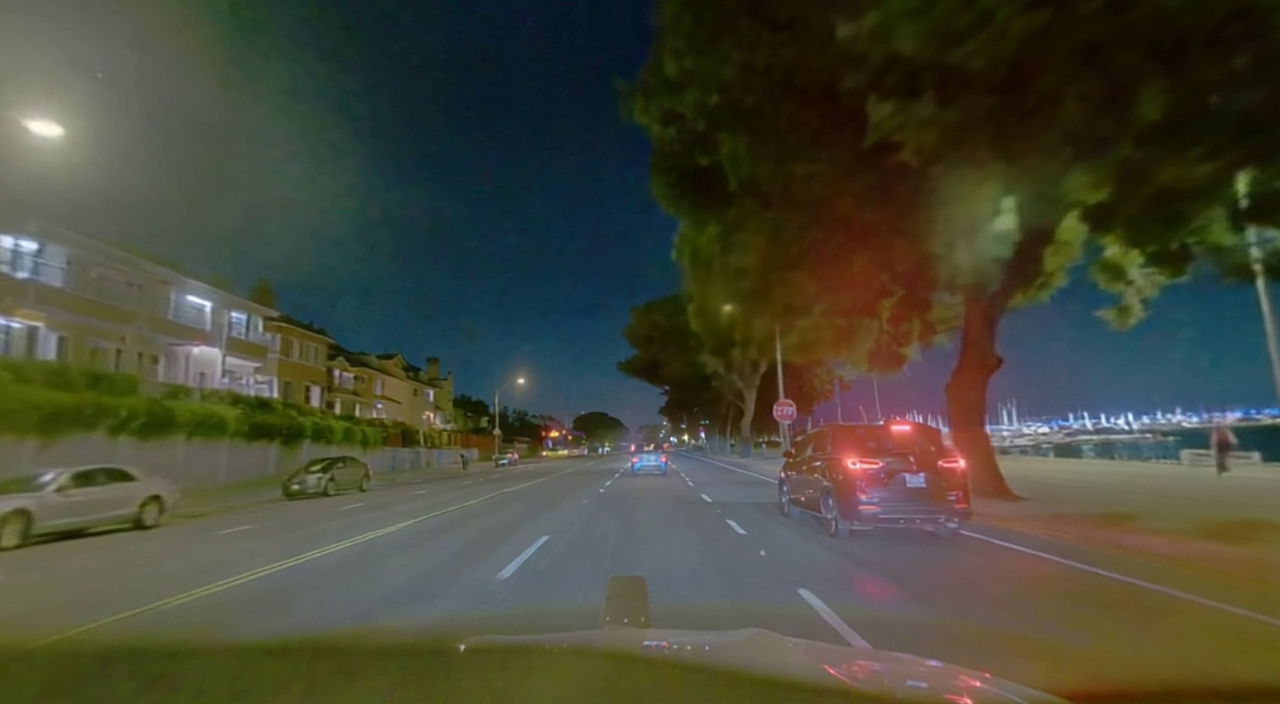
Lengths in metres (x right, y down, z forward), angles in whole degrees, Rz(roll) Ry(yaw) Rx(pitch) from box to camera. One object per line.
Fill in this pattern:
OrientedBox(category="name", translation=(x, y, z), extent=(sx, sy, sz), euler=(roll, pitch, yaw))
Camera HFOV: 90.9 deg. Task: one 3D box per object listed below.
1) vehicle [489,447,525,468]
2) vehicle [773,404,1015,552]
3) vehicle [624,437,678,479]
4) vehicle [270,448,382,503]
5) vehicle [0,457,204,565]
OrientedBox(category="vehicle", translation=(-10.108, 8.039, 48.072), extent=(1.731, 1.489, 3.841), euler=(-1, -9, 3))
OrientedBox(category="vehicle", translation=(3.606, 1.886, 10.048), extent=(2.000, 1.809, 4.405), euler=(0, -8, 0))
OrientedBox(category="vehicle", translation=(0.427, 4.497, 26.960), extent=(2.132, 1.632, 3.838), euler=(0, -8, 0))
OrientedBox(category="vehicle", translation=(-10.318, 4.037, 21.077), extent=(1.701, 1.528, 3.881), euler=(-1, -8, 1))
OrientedBox(category="vehicle", translation=(-10.393, 2.763, 11.533), extent=(2.025, 1.465, 3.959), euler=(-2, -8, -1))
